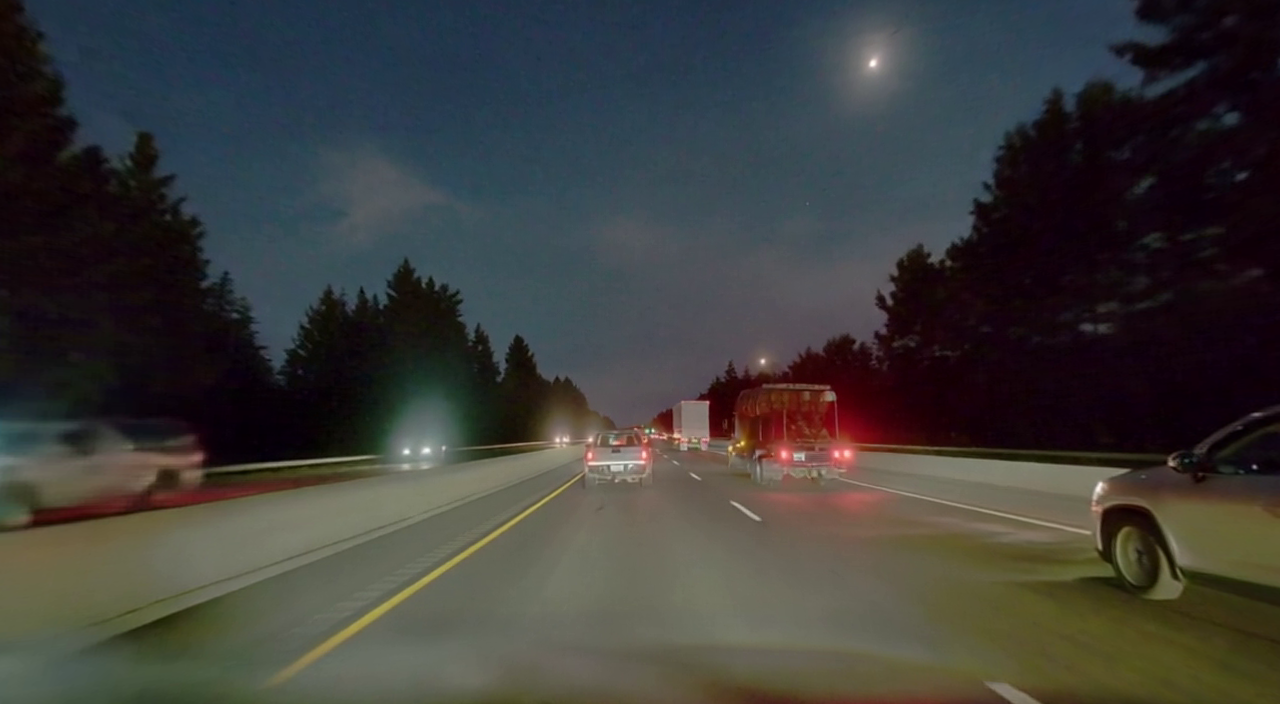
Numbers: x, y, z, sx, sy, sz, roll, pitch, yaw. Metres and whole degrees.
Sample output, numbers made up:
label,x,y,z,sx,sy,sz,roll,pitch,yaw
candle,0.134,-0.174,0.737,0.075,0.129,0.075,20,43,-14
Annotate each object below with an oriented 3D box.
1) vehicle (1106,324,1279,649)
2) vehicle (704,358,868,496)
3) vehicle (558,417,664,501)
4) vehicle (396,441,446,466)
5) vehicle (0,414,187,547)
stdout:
label,x,y,z,sx,sy,sz,roll,pitch,yaw
vehicle,4.789,0.707,3.060,2.011,1.905,3.905,0,-7,0
vehicle,3.624,2.184,18.132,2.723,3.027,8.478,0,-7,0
vehicle,-0.589,2.364,14.437,2.082,1.638,4.055,0,-7,-1
vehicle,-13.528,6.250,39.121,1.787,1.453,3.660,0,-7,0
vehicle,-9.314,1.819,9.323,2.012,1.703,4.298,0,-8,0
